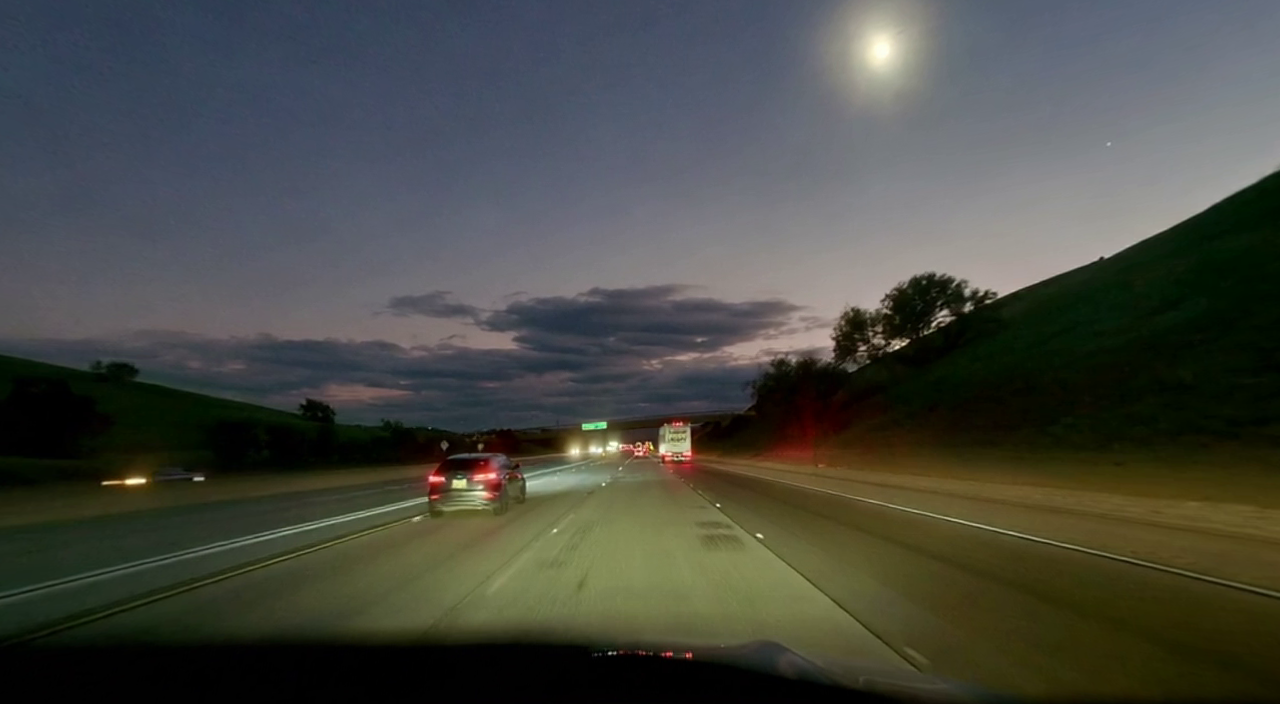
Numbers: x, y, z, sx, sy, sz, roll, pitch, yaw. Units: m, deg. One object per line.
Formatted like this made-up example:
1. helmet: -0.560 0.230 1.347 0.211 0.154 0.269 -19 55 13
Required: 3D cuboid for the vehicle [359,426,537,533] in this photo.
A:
1. vehicle: -3.354 2.334 12.071 2.052 1.654 4.303 0 -9 0
